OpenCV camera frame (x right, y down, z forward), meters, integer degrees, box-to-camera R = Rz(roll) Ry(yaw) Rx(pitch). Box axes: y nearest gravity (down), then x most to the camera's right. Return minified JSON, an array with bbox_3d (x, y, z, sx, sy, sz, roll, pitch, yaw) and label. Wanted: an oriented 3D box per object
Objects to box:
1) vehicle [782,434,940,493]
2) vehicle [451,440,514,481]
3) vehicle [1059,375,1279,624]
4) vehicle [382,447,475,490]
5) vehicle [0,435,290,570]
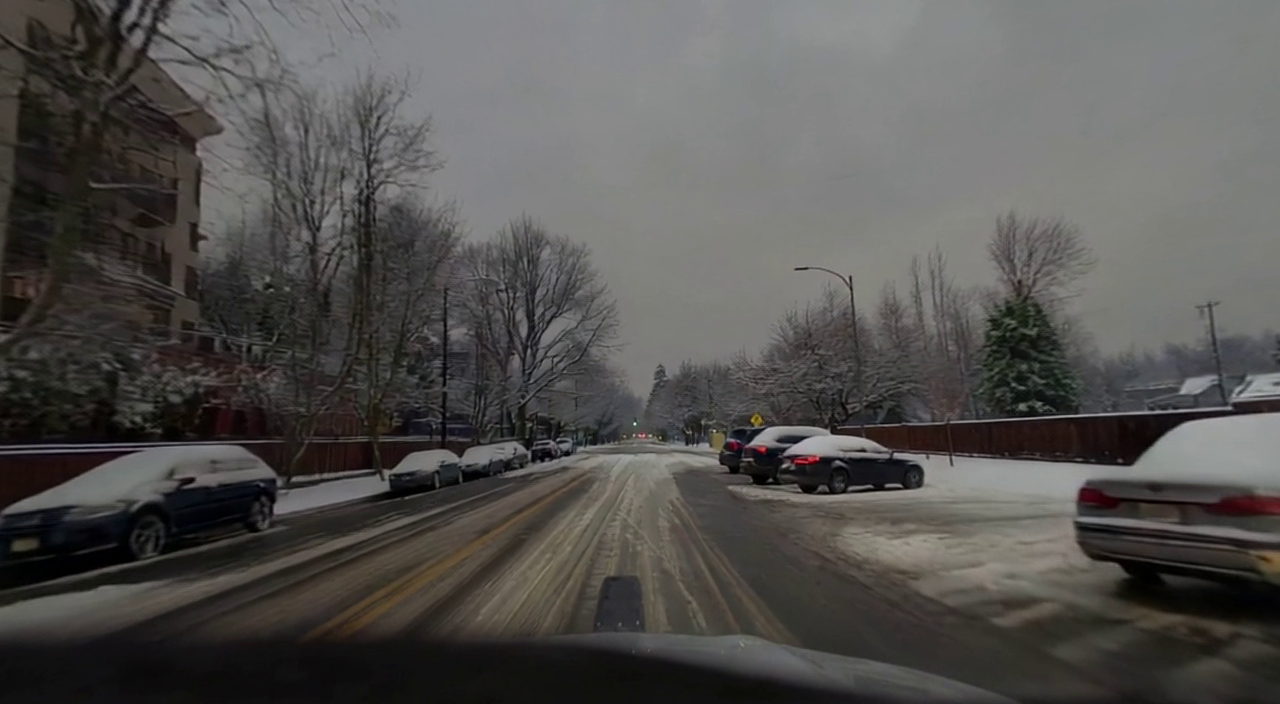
[{"bbox_3d":[6.393,3.169,18.232,4.265,1.510,1.915,5,-10,-30],"label":"vehicle"},{"bbox_3d":[-7.840,5.379,31.867,1.957,1.693,4.588,-2,-6,1],"label":"vehicle"},{"bbox_3d":[6.586,1.257,5.949,4.858,1.758,2.021,4,-9,-25],"label":"vehicle"},{"bbox_3d":[-8.161,4.500,24.930,1.911,1.497,4.738,0,-8,2],"label":"vehicle"},{"bbox_3d":[-8.043,2.264,10.354,2.172,1.707,4.273,0,-8,0],"label":"vehicle"}]
